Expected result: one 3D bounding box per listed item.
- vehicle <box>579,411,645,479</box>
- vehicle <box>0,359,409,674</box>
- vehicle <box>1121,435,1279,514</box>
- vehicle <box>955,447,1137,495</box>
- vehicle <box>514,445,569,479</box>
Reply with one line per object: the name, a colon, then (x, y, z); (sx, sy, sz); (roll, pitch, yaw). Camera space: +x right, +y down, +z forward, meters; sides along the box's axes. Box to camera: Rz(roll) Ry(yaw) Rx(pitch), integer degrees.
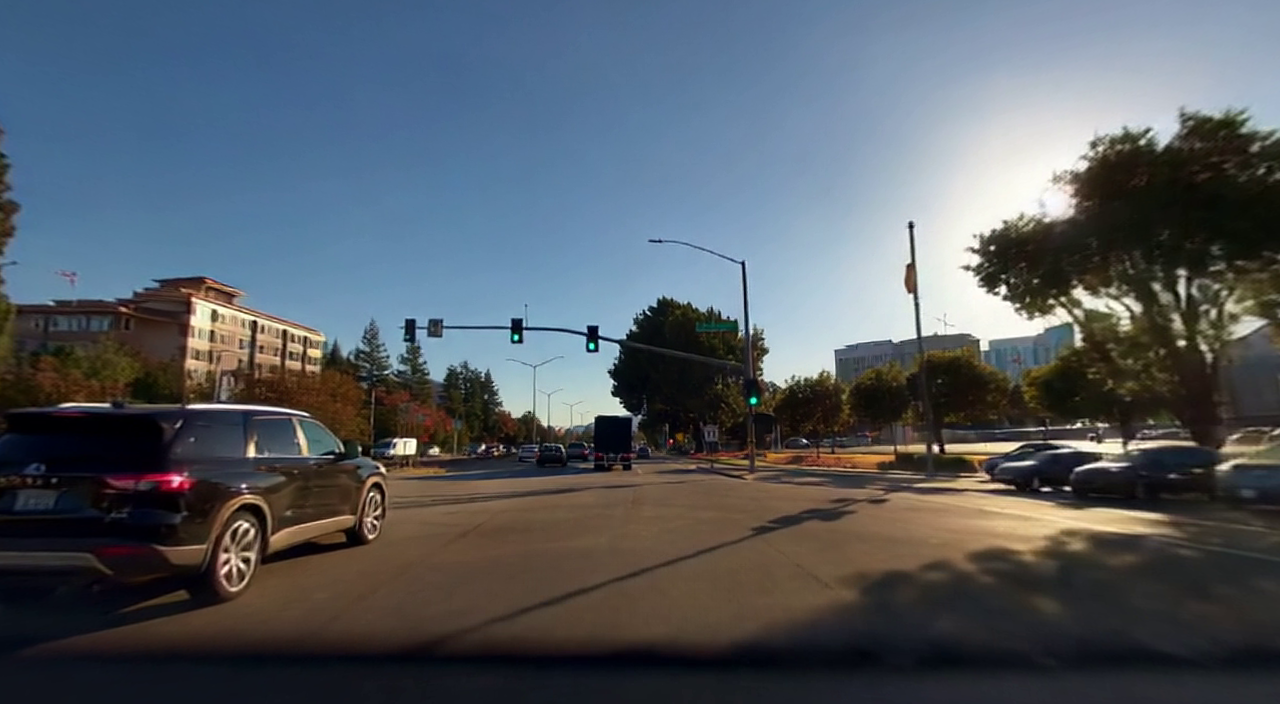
vehicle: (-1.312, 4.713, 31.700); (2.993, 3.051, 6.692); (0, -9, -1)
vehicle: (-4.272, 1.314, 6.172); (2.178, 1.826, 4.933); (0, -9, -1)
vehicle: (14.395, 2.834, 14.797); (4.372, 1.694, 2.107); (0, -9, -2)
vehicle: (13.743, 4.042, 21.498); (4.807, 1.530, 2.066); (0, -9, -2)
vehicle: (-4.629, 5.237, 30.140); (2.023, 1.483, 4.143); (0, -9, -1)
